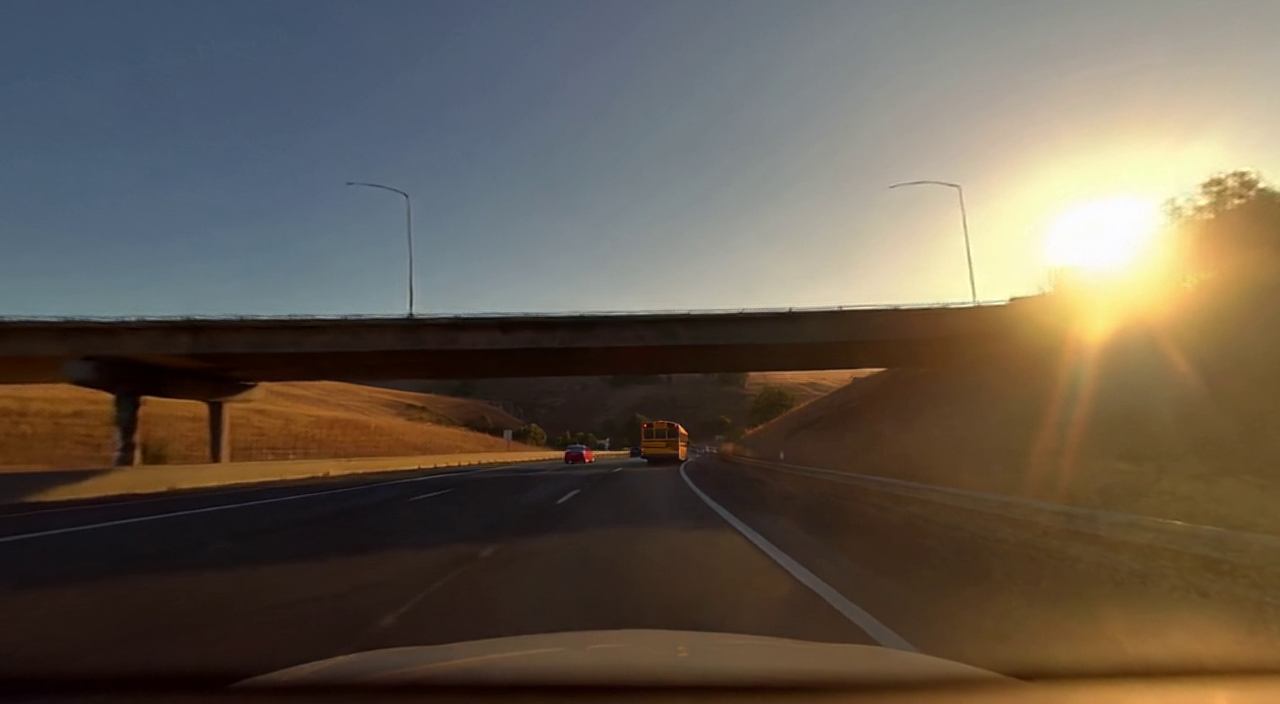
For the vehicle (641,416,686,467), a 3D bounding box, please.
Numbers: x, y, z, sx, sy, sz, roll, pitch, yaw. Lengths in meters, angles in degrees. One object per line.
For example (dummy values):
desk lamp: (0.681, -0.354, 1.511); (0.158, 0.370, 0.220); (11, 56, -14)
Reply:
vehicle: (1.846, 6.641, 46.532); (2.945, 3.295, 10.406); (0, -8, 3)
